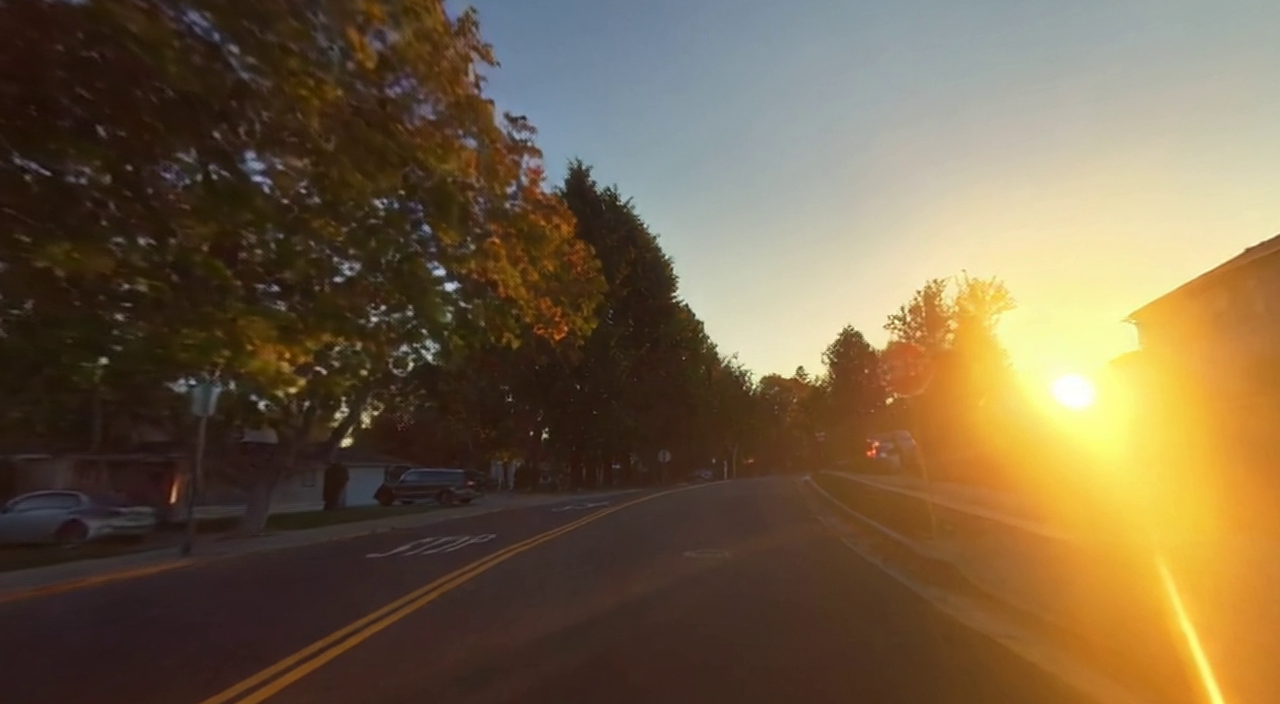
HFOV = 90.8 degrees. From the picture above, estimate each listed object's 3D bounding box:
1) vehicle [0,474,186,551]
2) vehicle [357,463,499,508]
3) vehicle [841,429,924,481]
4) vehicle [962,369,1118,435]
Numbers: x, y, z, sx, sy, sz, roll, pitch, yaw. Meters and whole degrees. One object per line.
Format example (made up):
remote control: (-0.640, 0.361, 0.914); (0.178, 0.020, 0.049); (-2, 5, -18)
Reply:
vehicle: (-13.144, 3.591, 14.301); (4.175, 1.492, 1.845); (0, -9, -4)
vehicle: (-9.610, 6.159, 29.018); (5.643, 1.759, 2.110); (-1, -19, 3)
vehicle: (9.749, 4.165, 25.813); (2.163, 1.885, 4.804); (-2, -9, 10)
vehicle: (15.507, 1.919, 24.691); (4.539, 2.010, 2.163); (-6, -1, 3)
